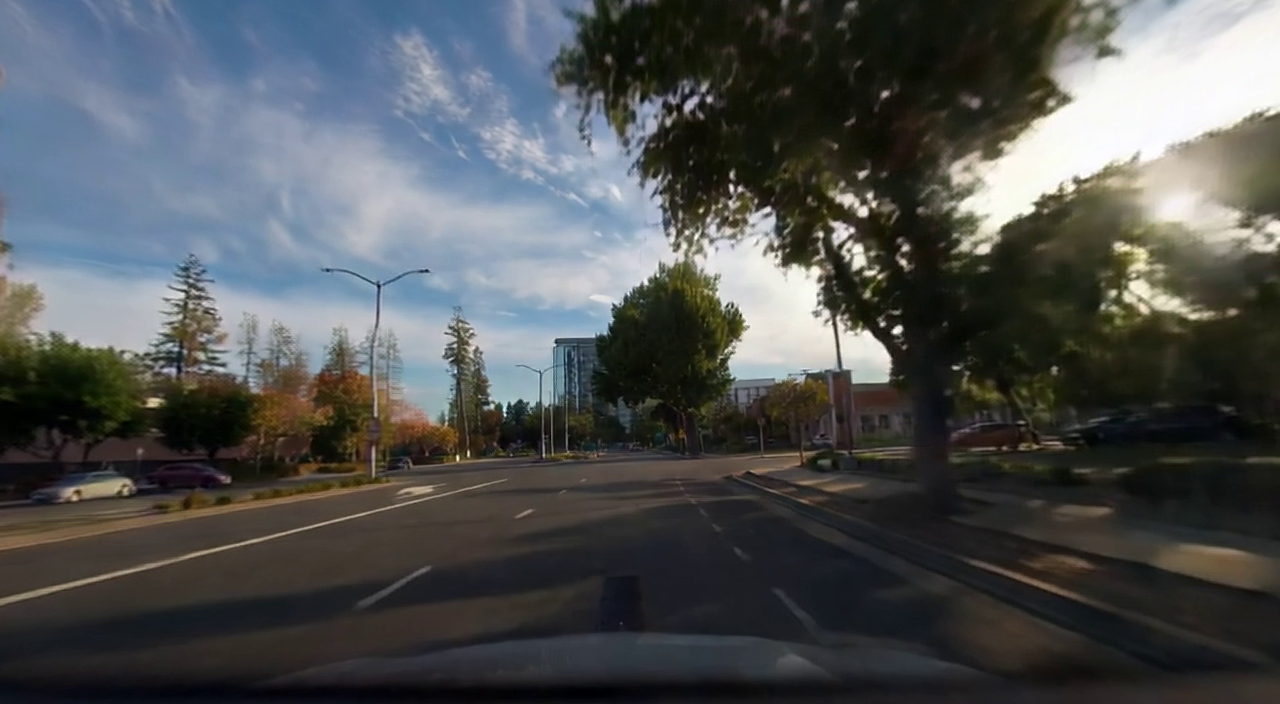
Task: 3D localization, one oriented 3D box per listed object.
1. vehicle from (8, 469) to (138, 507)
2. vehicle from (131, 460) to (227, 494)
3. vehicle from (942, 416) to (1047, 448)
[{"bbox_3d":[-26.920,6.436,30.248,1.916,1.456,4.597,0,-8,1],"label":"vehicle"},{"bbox_3d":[-26.470,7.162,36.495,1.931,1.673,4.623,-1,-8,2],"label":"vehicle"},{"bbox_3d":[22.332,5.064,39.984,5.135,1.964,2.402,0,-7,1],"label":"vehicle"}]
